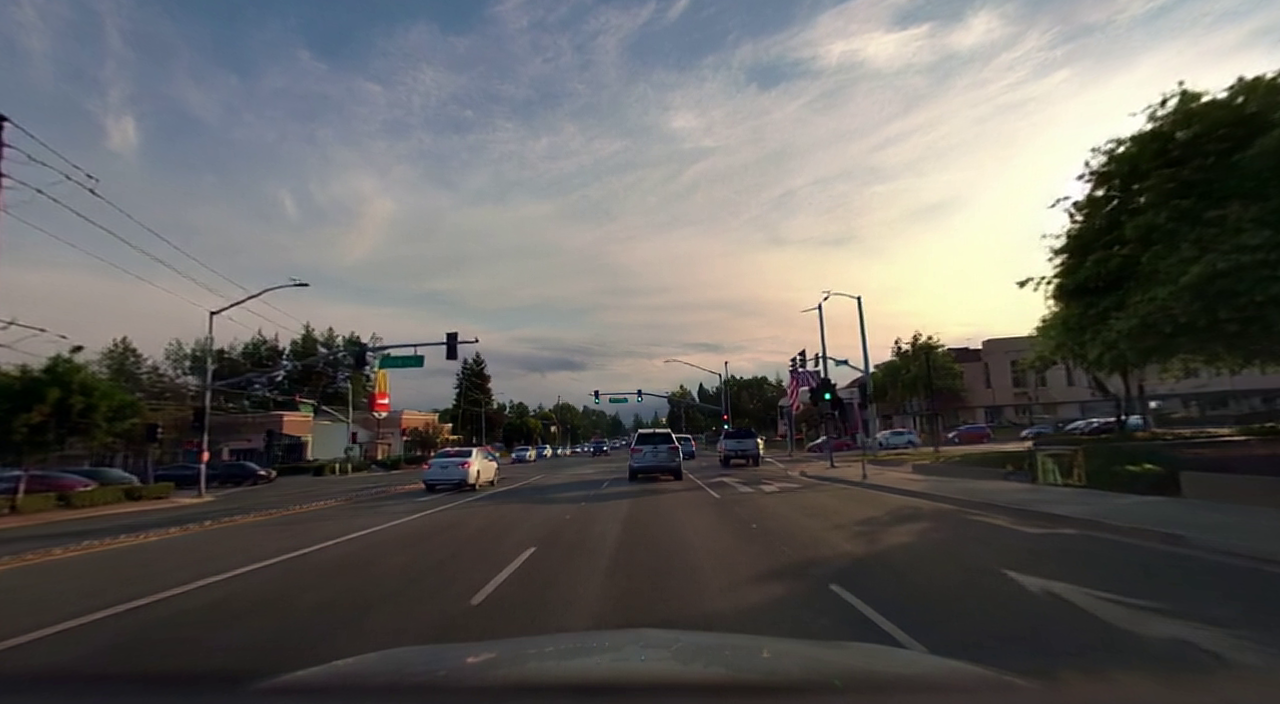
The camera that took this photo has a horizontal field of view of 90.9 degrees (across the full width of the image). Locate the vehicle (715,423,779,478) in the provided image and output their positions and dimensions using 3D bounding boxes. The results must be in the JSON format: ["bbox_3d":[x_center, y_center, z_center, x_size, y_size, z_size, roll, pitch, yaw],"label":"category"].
[{"bbox_3d":[4.677,4.294,27.727,2.452,2.148,5.877,-1,-8,9],"label":"vehicle"}]

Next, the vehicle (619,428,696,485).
[{"bbox_3d":[0.565,3.803,23.272,2.513,1.854,5.235,0,-8,0],"label":"vehicle"}]

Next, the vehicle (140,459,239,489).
[{"bbox_3d":[-29.707,8.037,41.695,4.890,1.806,2.205,0,-8,2],"label":"vehicle"}]

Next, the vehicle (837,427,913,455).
[{"bbox_3d":[15.331,5.813,41.186,4.386,1.760,2.228,4,-9,-29],"label":"vehicle"}]

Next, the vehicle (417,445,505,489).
[{"bbox_3d":[-6.535,4.223,23.630,1.966,1.461,4.422,0,-8,0],"label":"vehicle"}]

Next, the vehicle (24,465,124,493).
[{"bbox_3d":[-37.698,8.428,42.064,4.839,1.742,1.993,-1,-8,4],"label":"vehicle"}]
